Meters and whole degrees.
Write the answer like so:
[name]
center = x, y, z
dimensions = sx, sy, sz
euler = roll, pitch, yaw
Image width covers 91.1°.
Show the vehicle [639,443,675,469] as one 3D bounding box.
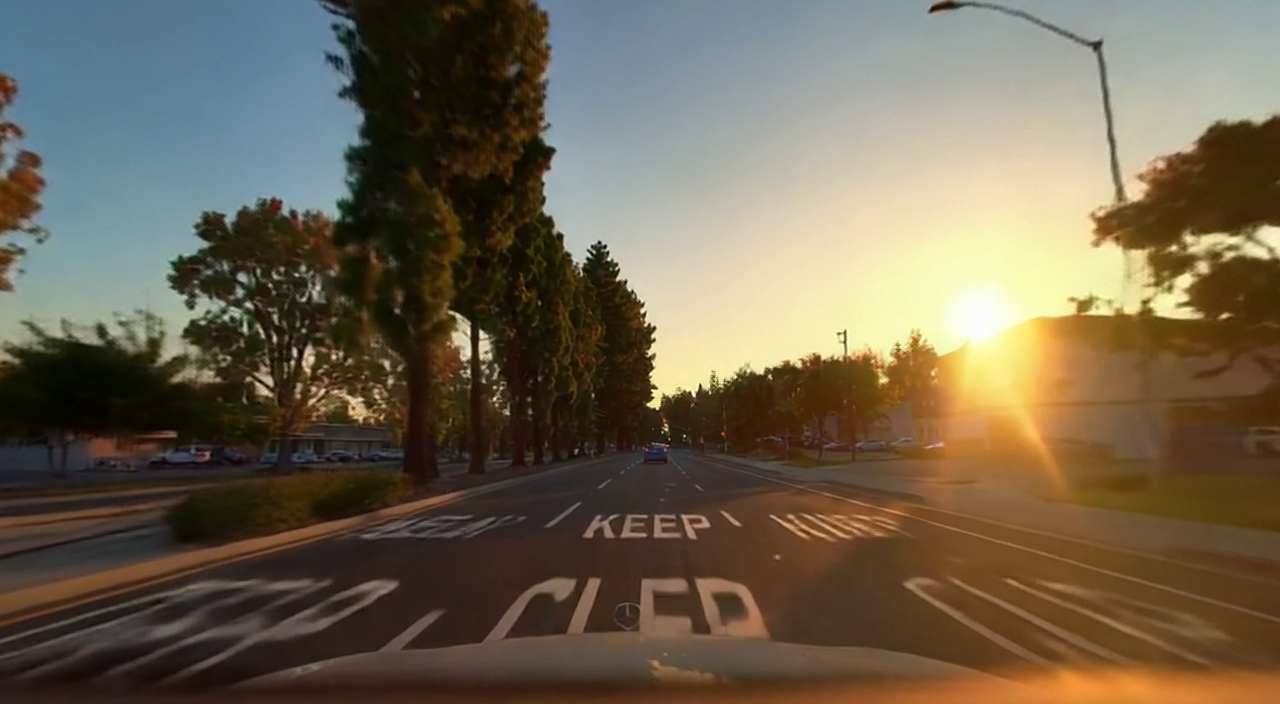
[vehicle]
center = 1.052, 6.594, 40.002
dimensions = 2.144, 1.505, 4.128
euler = 0, -9, 0
